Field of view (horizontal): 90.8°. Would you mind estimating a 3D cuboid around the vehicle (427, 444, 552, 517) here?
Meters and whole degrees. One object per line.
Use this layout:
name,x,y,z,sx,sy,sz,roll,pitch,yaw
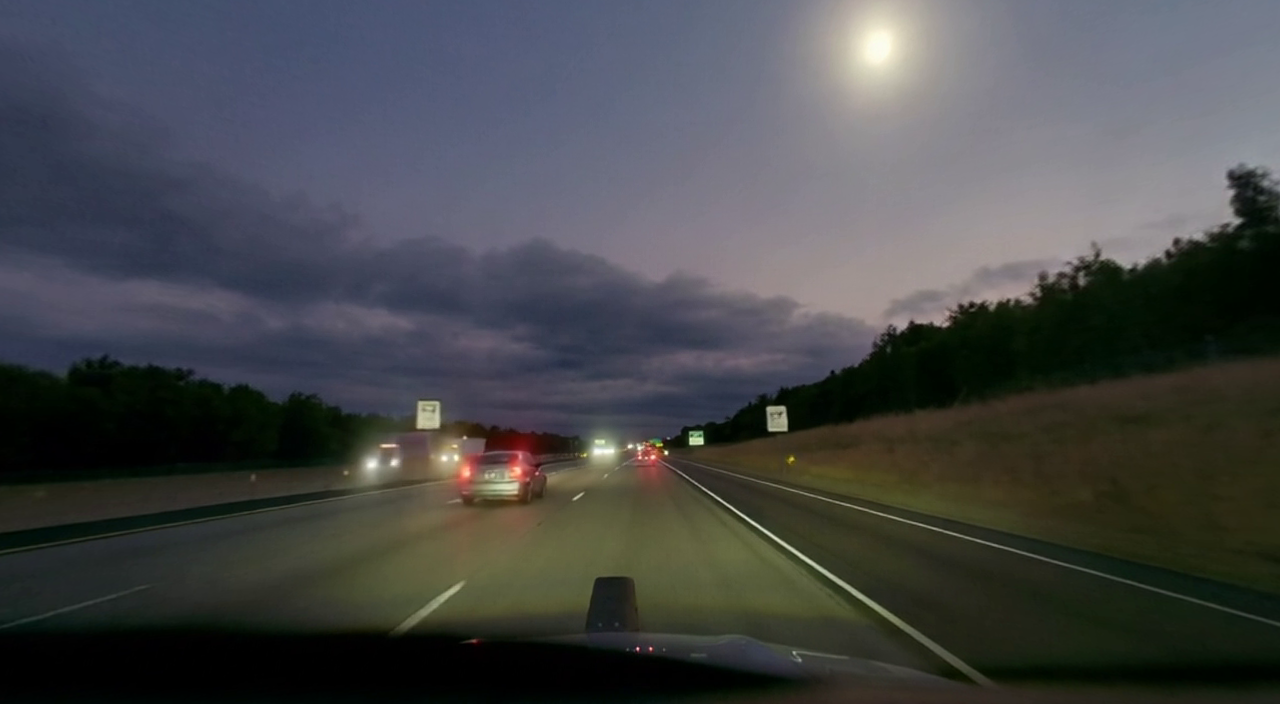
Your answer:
vehicle,-3.404,2.979,15.140,1.978,1.498,4.080,0,-9,0
